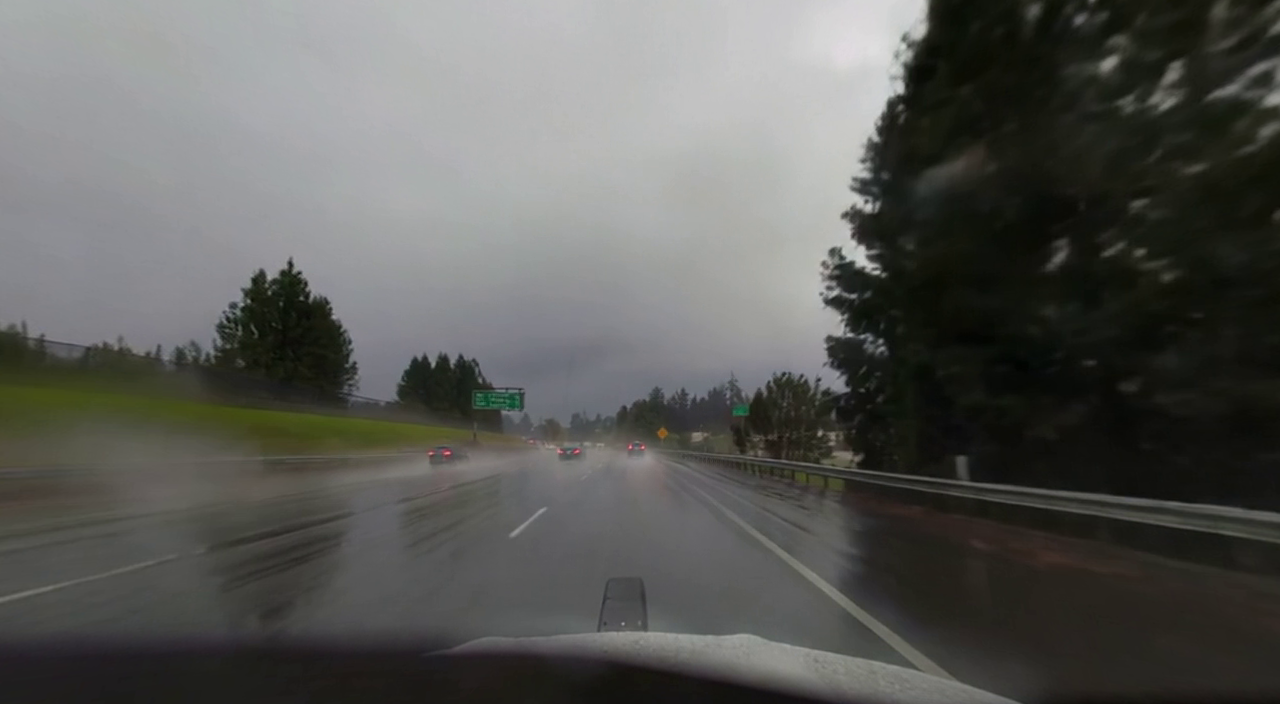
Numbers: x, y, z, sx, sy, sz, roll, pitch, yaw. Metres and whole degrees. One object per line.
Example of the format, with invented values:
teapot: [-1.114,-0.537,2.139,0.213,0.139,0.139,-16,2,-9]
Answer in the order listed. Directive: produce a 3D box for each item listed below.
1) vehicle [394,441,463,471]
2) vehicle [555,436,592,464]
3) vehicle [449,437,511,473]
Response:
vehicle: [-11.555,5.691,34.725,2.100,1.537,5.092,0,-8,-1]
vehicle: [-4.429,6.629,42.611,2.138,1.833,4.622,0,-8,-2]
vehicle: [-8.009,5.194,31.851,2.015,1.651,4.432,0,-8,-1]
